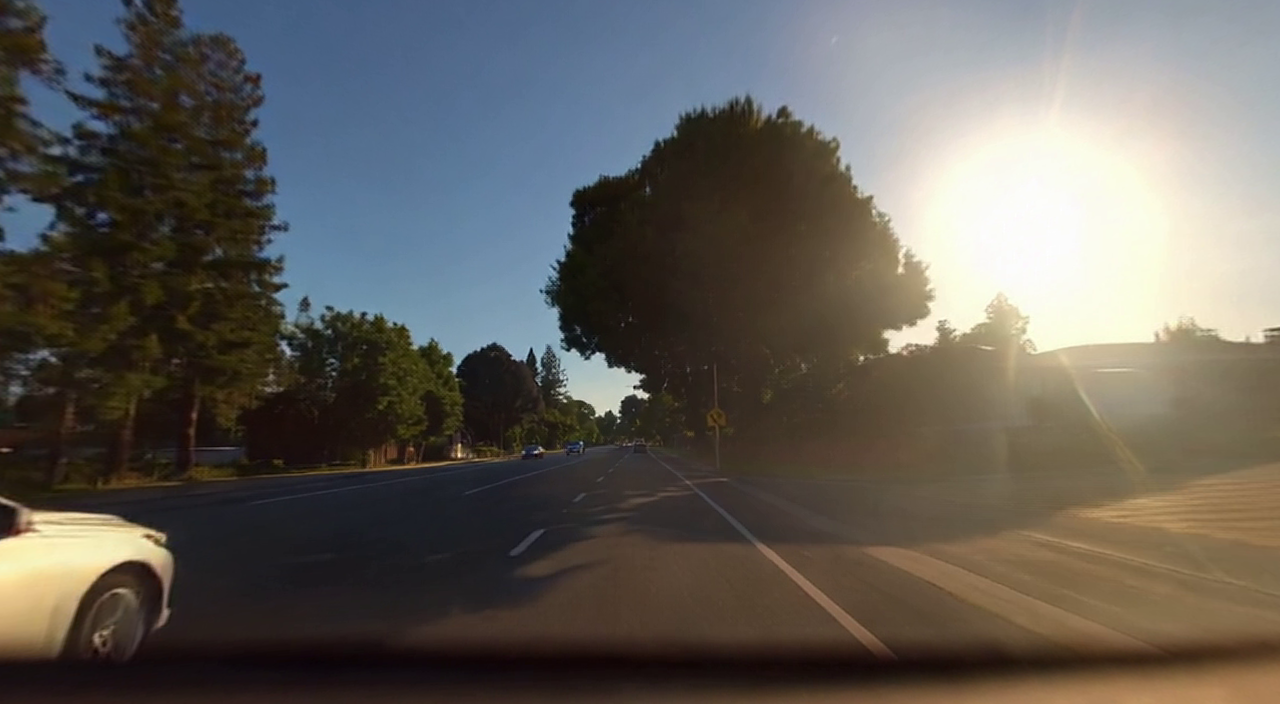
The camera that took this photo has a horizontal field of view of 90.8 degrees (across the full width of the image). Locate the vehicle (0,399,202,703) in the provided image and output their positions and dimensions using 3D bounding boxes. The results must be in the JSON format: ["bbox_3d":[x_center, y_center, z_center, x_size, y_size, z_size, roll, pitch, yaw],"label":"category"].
[{"bbox_3d":[-3.324,0.705,0.801,2.020,1.478,4.890,0,-8,0],"label":"vehicle"}]
